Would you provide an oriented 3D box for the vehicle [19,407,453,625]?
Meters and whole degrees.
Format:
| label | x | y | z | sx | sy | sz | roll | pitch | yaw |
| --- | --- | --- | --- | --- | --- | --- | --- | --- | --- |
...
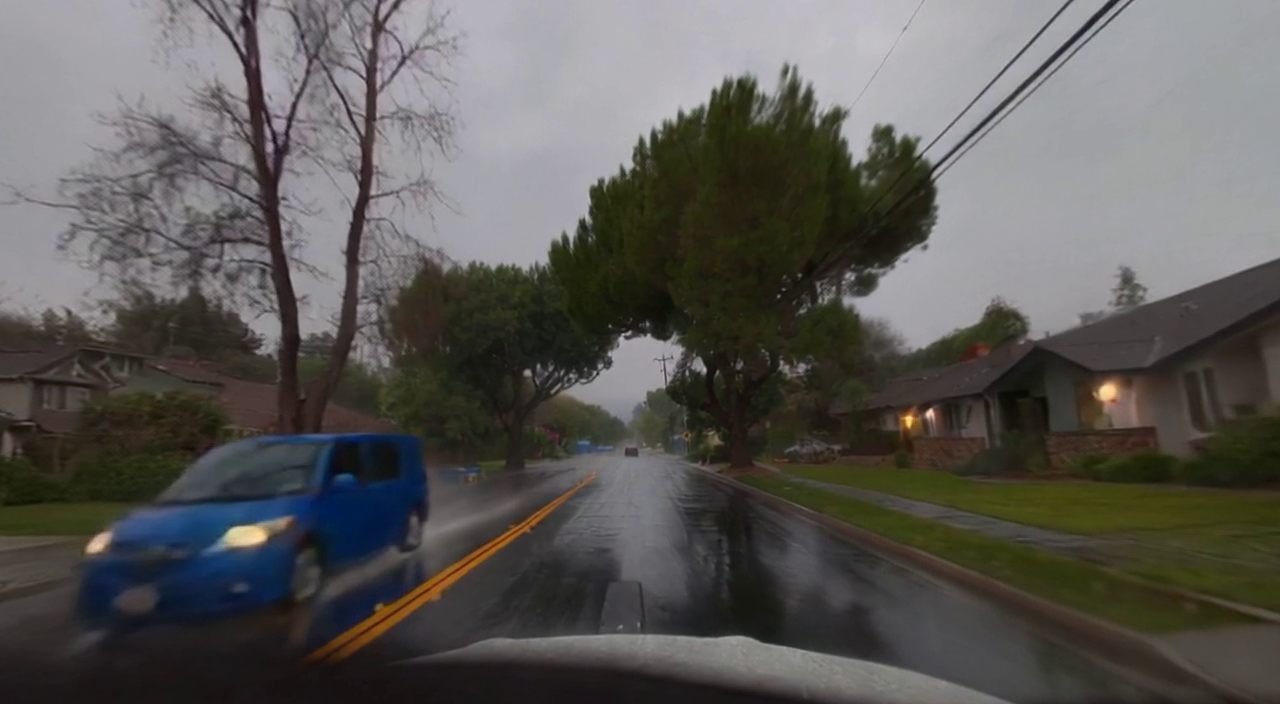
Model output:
| label | x | y | z | sx | sy | sz | roll | pitch | yaw |
| --- | --- | --- | --- | --- | --- | --- | --- | --- | --- |
| vehicle | -4.080 | 1.731 | 7.677 | 2.161 | 1.798 | 4.627 | 0 | -9 | 0 |
